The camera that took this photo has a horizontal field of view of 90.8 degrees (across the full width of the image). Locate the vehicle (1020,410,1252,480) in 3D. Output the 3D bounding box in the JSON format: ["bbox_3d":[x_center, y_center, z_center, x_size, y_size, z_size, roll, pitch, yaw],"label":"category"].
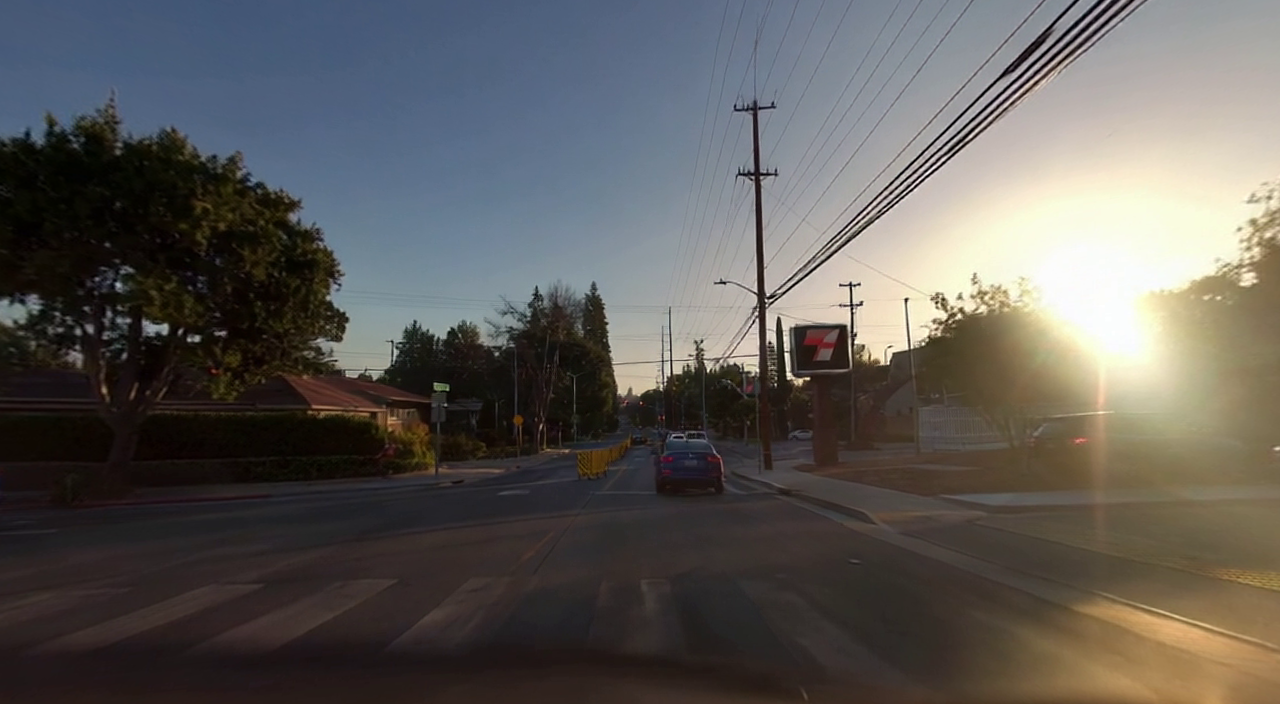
[{"bbox_3d":[13.343,2.537,17.269,4.518,1.764,2.014,-1,-9,2],"label":"vehicle"}]

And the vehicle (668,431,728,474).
[{"bbox_3d":[2.710,4.886,30.976,2.553,1.868,5.536,0,-8,2],"label":"vehicle"}]

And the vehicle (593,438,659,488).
[{"bbox_3d":[-0.546,3.540,20.462,1.874,1.427,3.976,0,-8,-5],"label":"vehicle"}]
